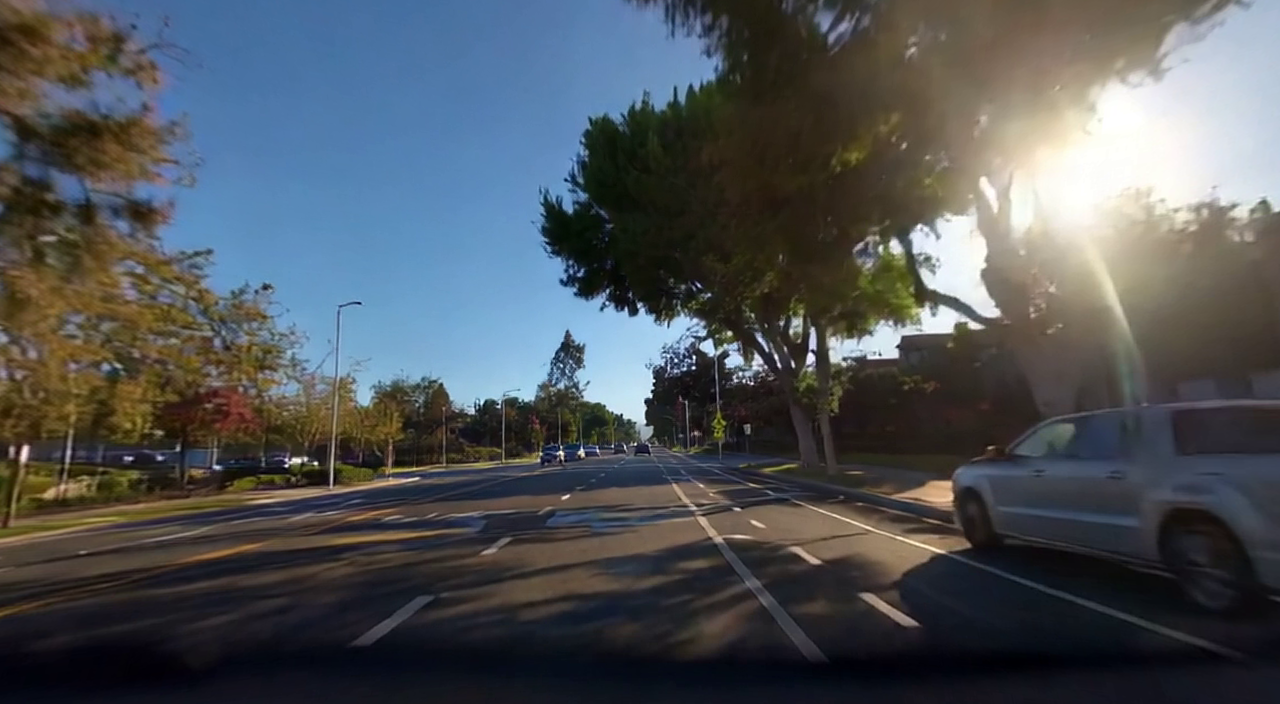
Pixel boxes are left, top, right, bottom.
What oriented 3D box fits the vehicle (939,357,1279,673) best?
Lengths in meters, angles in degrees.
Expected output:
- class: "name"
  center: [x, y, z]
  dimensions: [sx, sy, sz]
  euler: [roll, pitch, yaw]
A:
- class: "vehicle"
  center: [4.830, 1.188, 5.264]
  dimensions: [2.115, 1.843, 5.141]
  euler: [0, -8, 0]
